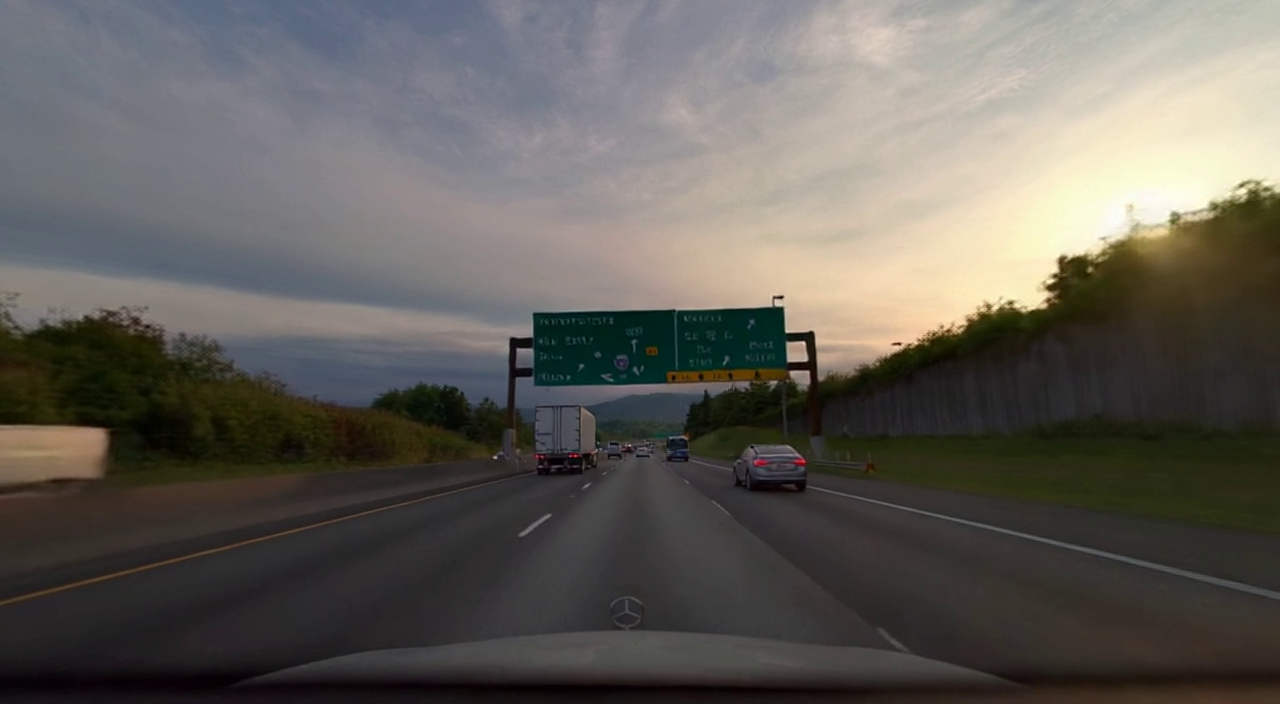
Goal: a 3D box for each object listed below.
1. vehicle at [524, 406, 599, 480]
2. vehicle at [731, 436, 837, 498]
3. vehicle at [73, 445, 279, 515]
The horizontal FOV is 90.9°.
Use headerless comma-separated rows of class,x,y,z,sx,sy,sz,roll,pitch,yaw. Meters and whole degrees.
vehicle,-3.607,4.473,30.771,2.667,3.195,6.731,0,-9,1
vehicle,3.928,3.219,17.917,1.983,1.545,4.038,0,-9,-1
vehicle,-11.057,3.045,15.471,1.924,1.478,3.996,0,-9,1
